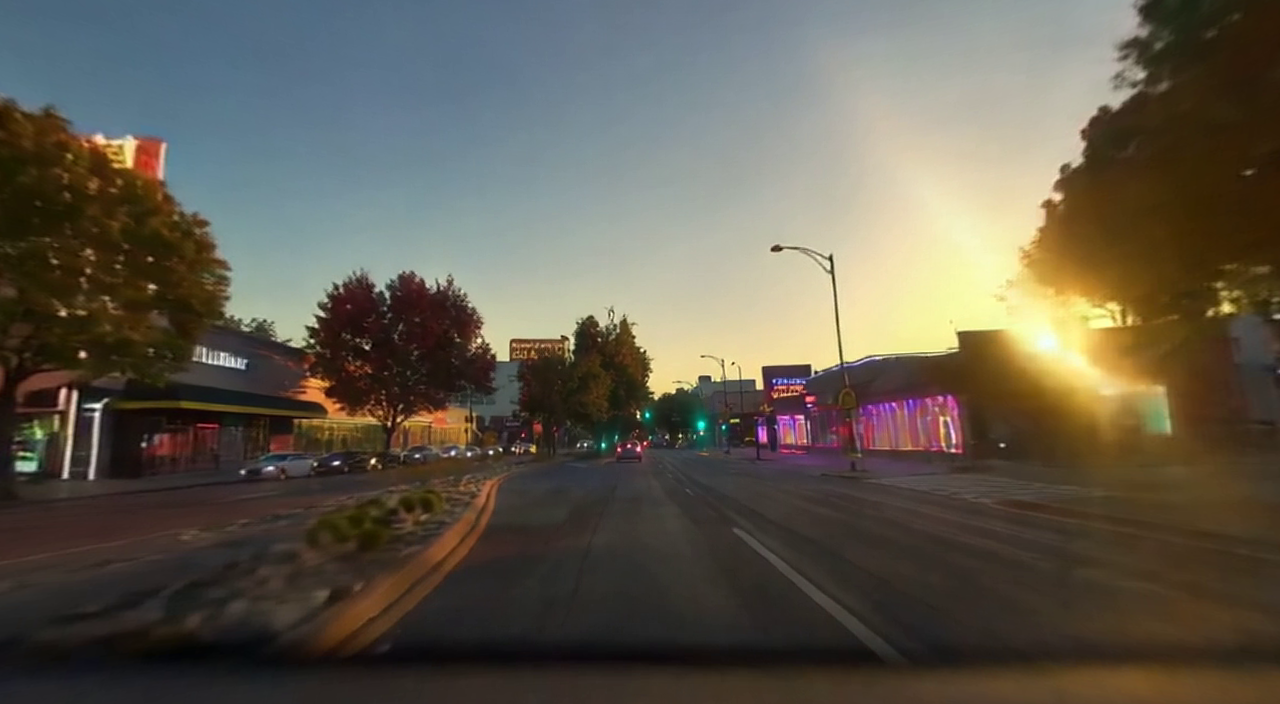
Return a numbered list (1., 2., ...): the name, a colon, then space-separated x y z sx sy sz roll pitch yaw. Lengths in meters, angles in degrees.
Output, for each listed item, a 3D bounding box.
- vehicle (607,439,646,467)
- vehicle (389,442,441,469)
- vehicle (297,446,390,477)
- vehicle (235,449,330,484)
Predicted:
1. vehicle: -0.743 5.659 35.549 2.045 1.510 3.690 0 -8 -1
2. vehicle: -15.972 7.366 45.087 1.981 1.755 4.113 0 -9 3
3. vehicle: -15.781 5.820 33.986 2.098 1.524 5.102 -1 -8 6
4. vehicle: -15.980 5.117 28.533 1.792 1.413 4.452 0 -8 -2
